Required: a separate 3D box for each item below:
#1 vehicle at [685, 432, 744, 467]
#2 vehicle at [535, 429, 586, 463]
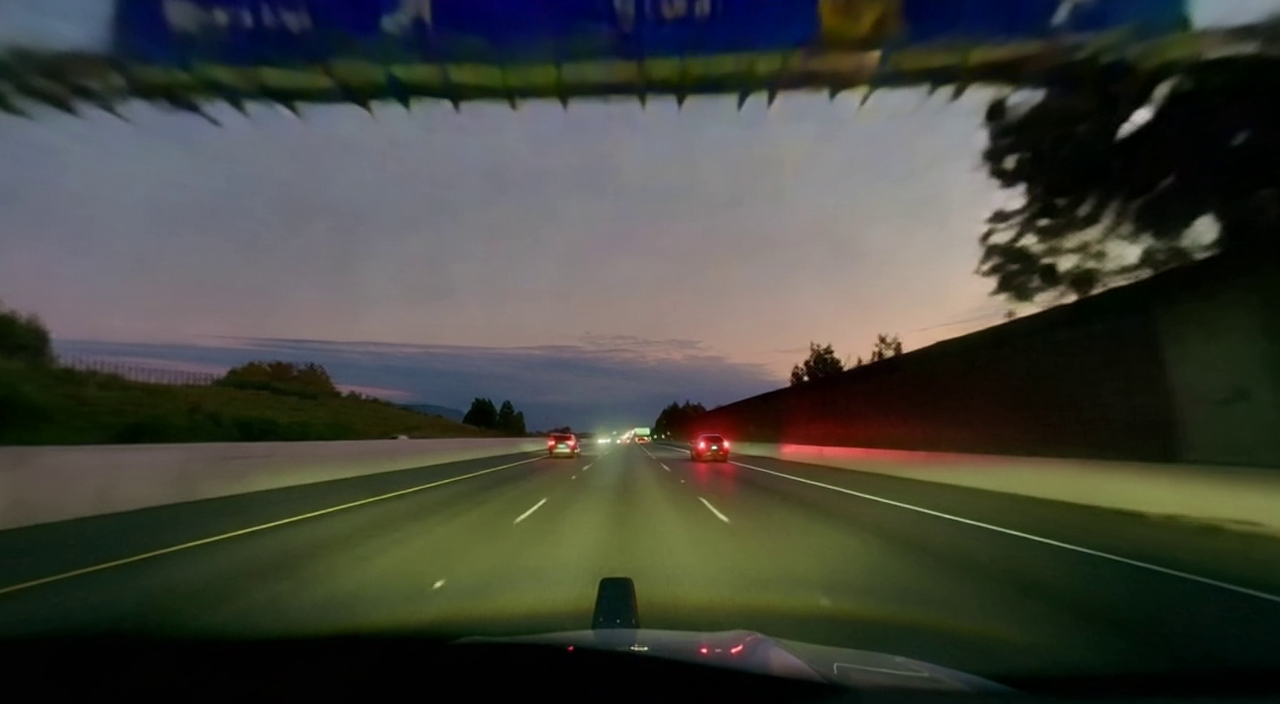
[{"bbox_3d":[3.361,4.508,29.401,2.077,1.523,4.539,0,-8,-2],"label":"vehicle"},{"bbox_3d":[-4.163,4.983,33.461,2.219,1.660,4.153,0,-8,-1],"label":"vehicle"}]
